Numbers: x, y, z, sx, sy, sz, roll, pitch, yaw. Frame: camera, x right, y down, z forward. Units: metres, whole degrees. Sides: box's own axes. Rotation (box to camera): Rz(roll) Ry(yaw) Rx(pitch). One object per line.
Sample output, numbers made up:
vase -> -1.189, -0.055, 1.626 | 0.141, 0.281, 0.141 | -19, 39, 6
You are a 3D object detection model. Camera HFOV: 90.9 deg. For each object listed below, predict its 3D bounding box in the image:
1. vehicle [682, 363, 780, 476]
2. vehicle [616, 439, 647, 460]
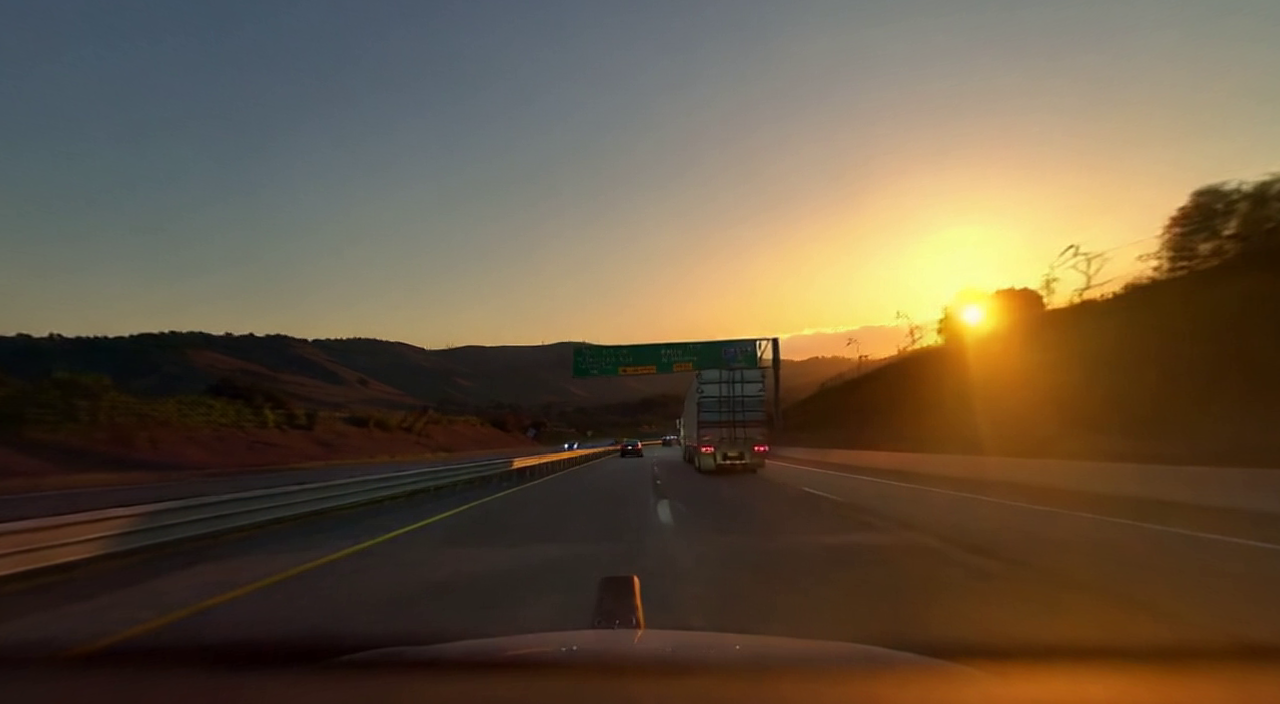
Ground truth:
vehicle -> 3.724, 3.326, 29.429 | 2.966, 4.072, 13.408 | 0, -8, 2
vehicle -> -0.613, 7.621, 49.361 | 2.208, 1.542, 5.138 | 0, -8, 2
